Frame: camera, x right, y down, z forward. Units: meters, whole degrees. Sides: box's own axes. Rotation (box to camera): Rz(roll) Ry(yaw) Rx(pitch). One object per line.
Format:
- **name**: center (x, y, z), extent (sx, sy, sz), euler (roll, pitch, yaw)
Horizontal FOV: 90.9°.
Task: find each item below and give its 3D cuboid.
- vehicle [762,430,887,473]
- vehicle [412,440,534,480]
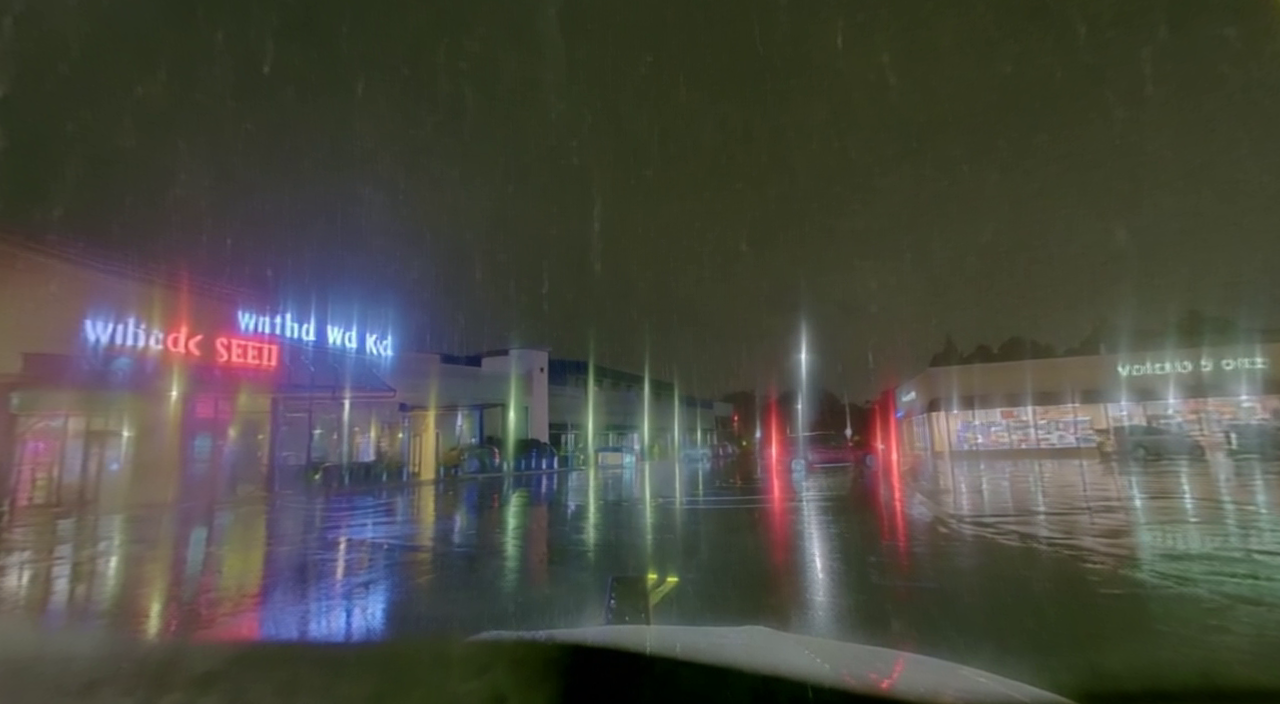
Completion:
- **vehicle**: center (7.745, 4.182, 26.505), extent (4.706, 1.663, 1.993), euler (-4, -10, 27)
- **vehicle**: center (-7.275, 4.716, 27.654), extent (4.814, 1.618, 1.869), euler (-2, -9, 12)
